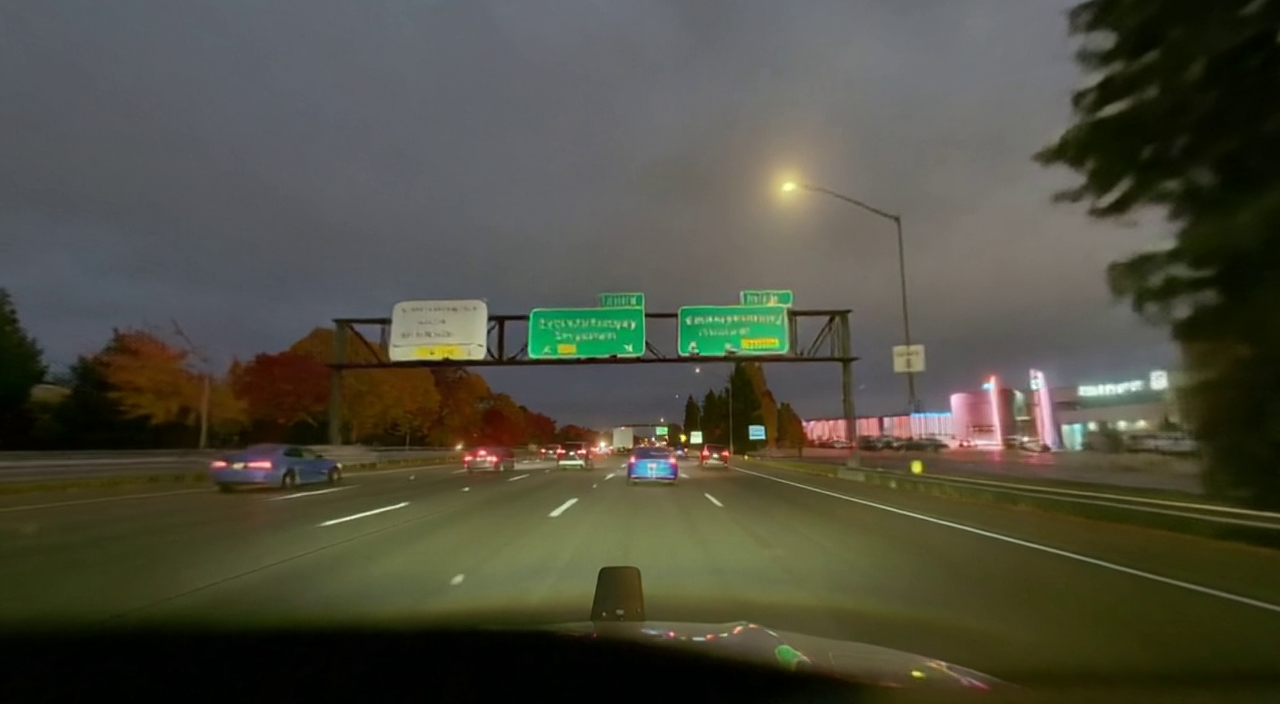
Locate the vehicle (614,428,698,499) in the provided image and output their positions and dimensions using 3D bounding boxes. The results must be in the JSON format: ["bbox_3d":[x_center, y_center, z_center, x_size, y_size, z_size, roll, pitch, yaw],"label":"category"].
[{"bbox_3d":[0.500,3.166,18.235,2.101,1.742,4.495,0,-9,2],"label":"vehicle"}]

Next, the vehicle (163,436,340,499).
[{"bbox_3d":[-10.769,3.215,17.983,2.006,1.509,4.634,0,-9,1],"label":"vehicle"}]

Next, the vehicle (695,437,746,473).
[{"bbox_3d":[4.212,5.488,33.664,2.193,1.778,4.488,0,-9,1],"label":"vehicle"}]

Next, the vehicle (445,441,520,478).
[{"bbox_3d":[-6.966,4.804,28.442,2.057,1.496,4.661,0,-9,2],"label":"vehicle"}]

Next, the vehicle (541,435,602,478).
[{"bbox_3d":[-2.986,4.648,28.323,2.111,1.742,4.315,0,-9,2],"label":"vehicle"}]
